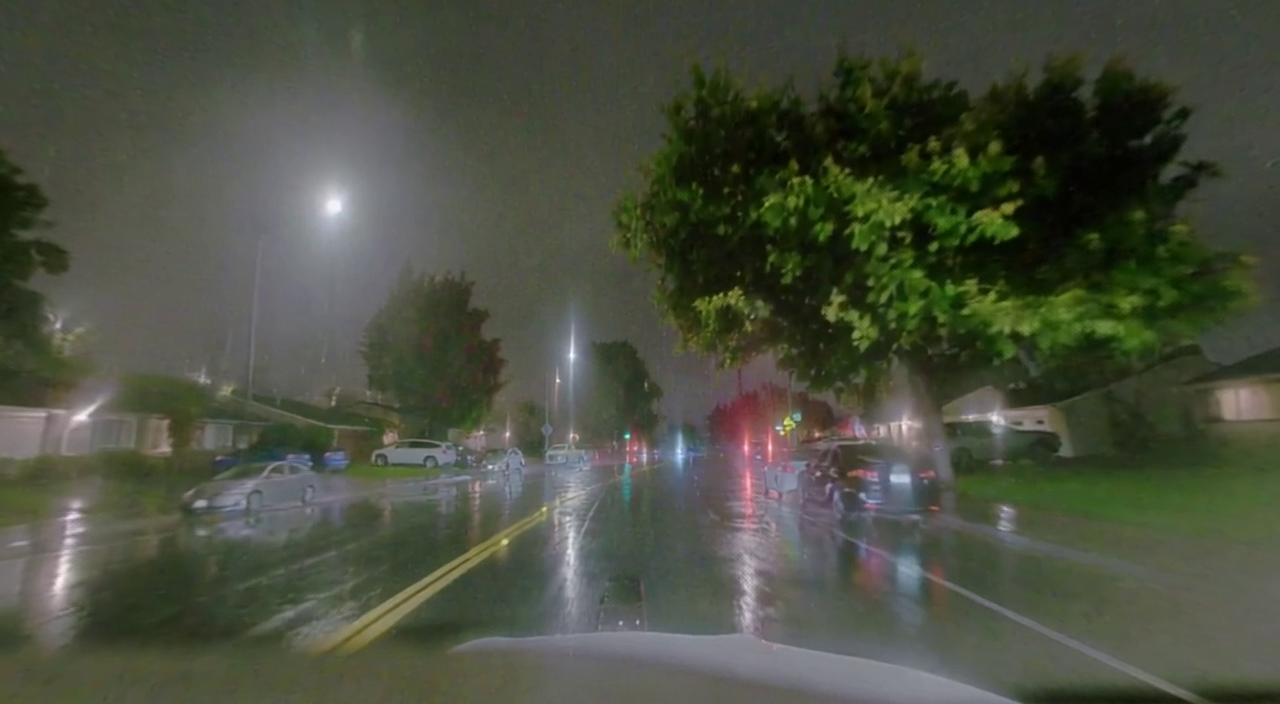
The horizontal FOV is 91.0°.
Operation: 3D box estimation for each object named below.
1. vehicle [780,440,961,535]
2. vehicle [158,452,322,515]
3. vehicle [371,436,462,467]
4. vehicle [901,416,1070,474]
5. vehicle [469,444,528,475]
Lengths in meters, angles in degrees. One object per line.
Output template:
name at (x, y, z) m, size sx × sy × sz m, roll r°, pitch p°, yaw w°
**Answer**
vehicle at (4.379, 2.597, 12.809) m, size 1.996 × 1.466 × 4.458 m, roll 3°, pitch -8°, yaw 0°
vehicle at (-11.471, 3.835, 18.470) m, size 2.091 × 1.461 × 4.058 m, roll -5°, pitch -12°, yaw 2°
vehicle at (-14.937, 6.649, 42.200) m, size 5.192 × 1.915 × 2.200 m, roll -1°, pitch -8°, yaw 10°
vehicle at (13.286, 3.609, 24.501) m, size 5.216 × 1.972 × 2.122 m, roll -2°, pitch -7°, yaw 4°
vehicle at (-8.787, 6.724, 39.504) m, size 2.105 × 1.776 × 4.657 m, roll -4°, pitch -9°, yaw 8°
